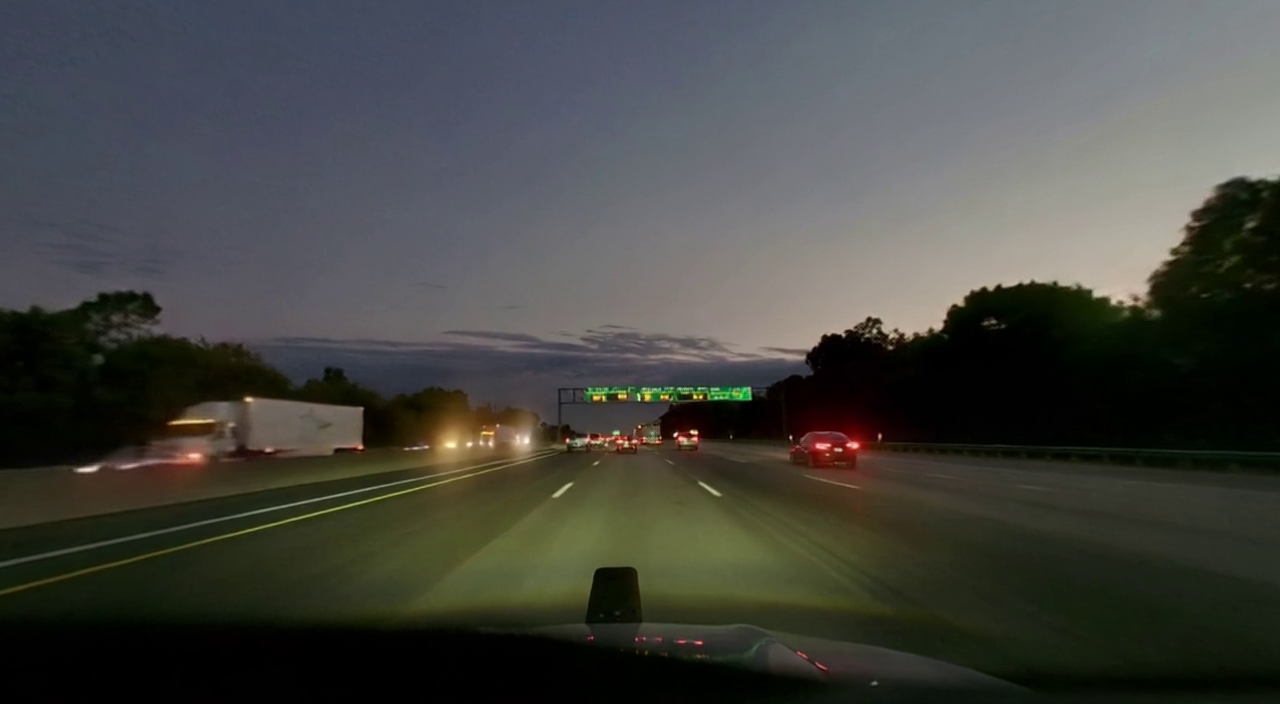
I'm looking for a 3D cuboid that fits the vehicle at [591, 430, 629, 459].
[{"bbox_3d":[-1.793,5.478,37.454,2.119,1.629,3.946,0,-8,-2],"label":"vehicle"}]

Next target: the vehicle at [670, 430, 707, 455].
[{"bbox_3d":[3.276,6.242,43.523,2.066,1.673,4.225,0,-8,-2],"label":"vehicle"}]

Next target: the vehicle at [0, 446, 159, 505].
[{"bbox_3d":[-16.991,3.622,18.931,1.800,1.497,4.109,0,-8,-1],"label":"vehicle"}]

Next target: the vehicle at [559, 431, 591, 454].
[{"bbox_3d":[-4.904,6.917,47.936,2.046,1.658,4.008,0,-8,-1],"label":"vehicle"}]

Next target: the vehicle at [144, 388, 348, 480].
[{"bbox_3d":[-21.102,4.658,35.572,2.956,4.110,14.125,0,-8,-2],"label":"vehicle"}]

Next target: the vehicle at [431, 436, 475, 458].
[{"bbox_3d":[-14.080,7.147,47.560,1.969,1.572,4.308,0,-8,0],"label":"vehicle"}]
